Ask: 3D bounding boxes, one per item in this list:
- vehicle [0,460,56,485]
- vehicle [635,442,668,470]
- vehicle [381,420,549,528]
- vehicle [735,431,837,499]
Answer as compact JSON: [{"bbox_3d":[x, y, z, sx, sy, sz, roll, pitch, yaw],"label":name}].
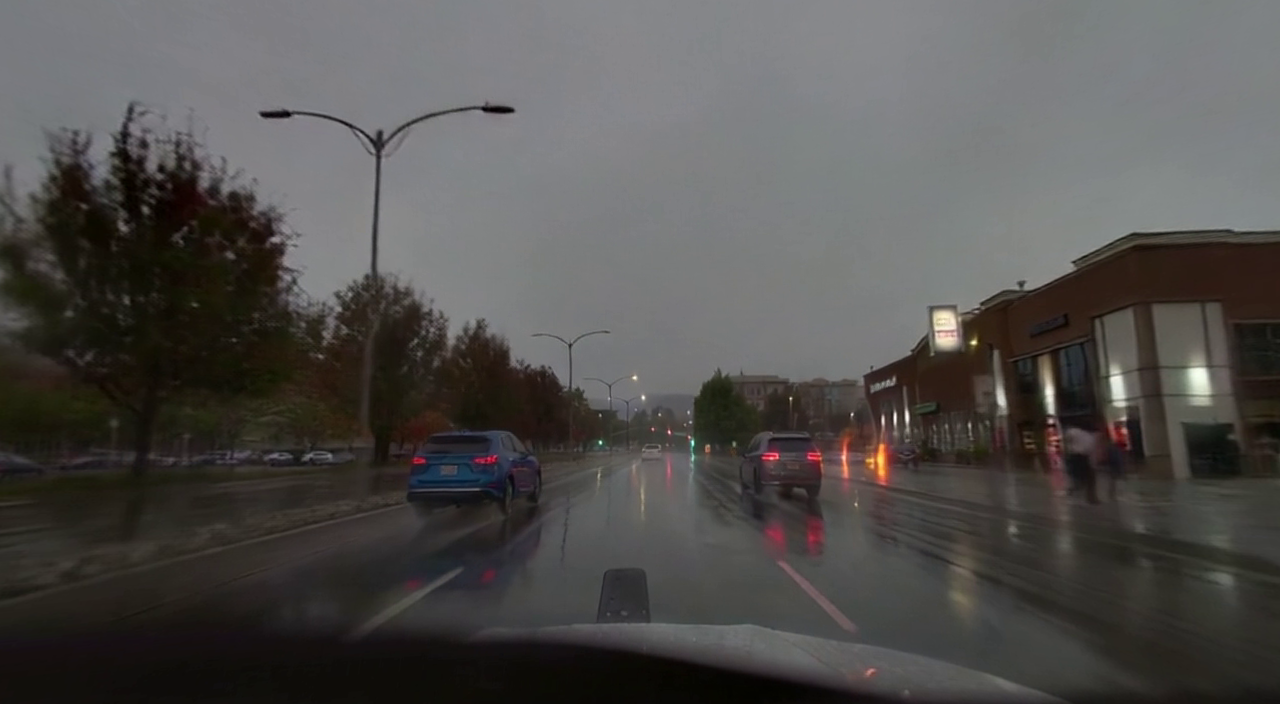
[{"bbox_3d":[-42.702,8.160,42.885,3.983,1.567,1.860,0,-8,2],"label":"vehicle"},{"bbox_3d":[0.761,6.737,40.949,2.067,1.702,3.987,0,-8,2],"label":"vehicle"},{"bbox_3d":[-3.307,2.405,13.006,2.047,1.810,4.414,0,-8,2],"label":"vehicle"},{"bbox_3d":[4.201,3.313,18.919,2.083,1.779,4.347,0,-8,1],"label":"vehicle"}]
